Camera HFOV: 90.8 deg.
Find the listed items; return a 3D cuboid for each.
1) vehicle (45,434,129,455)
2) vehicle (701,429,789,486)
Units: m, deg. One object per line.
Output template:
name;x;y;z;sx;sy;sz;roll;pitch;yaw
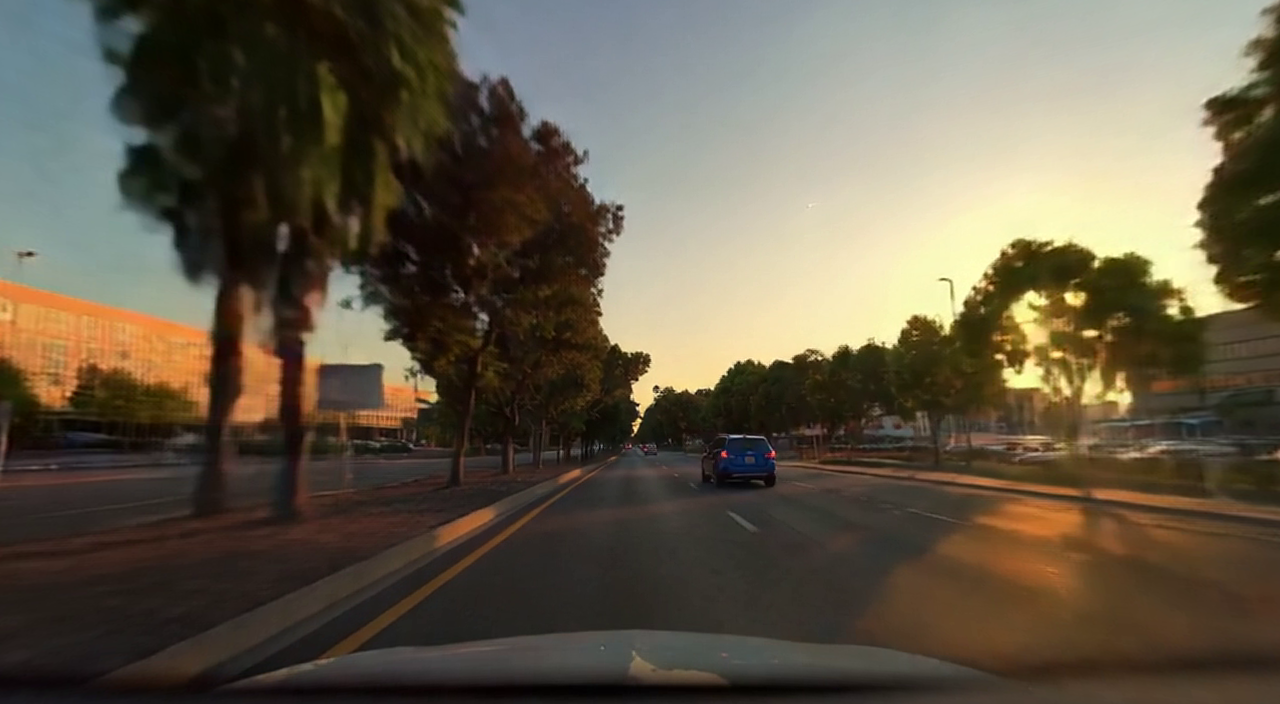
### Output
vehicle;-43.545;7.313;49.810;4.530;1.569;2.159;0;-8;1
vehicle;3.374;3.511;21.210;2.072;1.696;4.177;0;-8;-2
